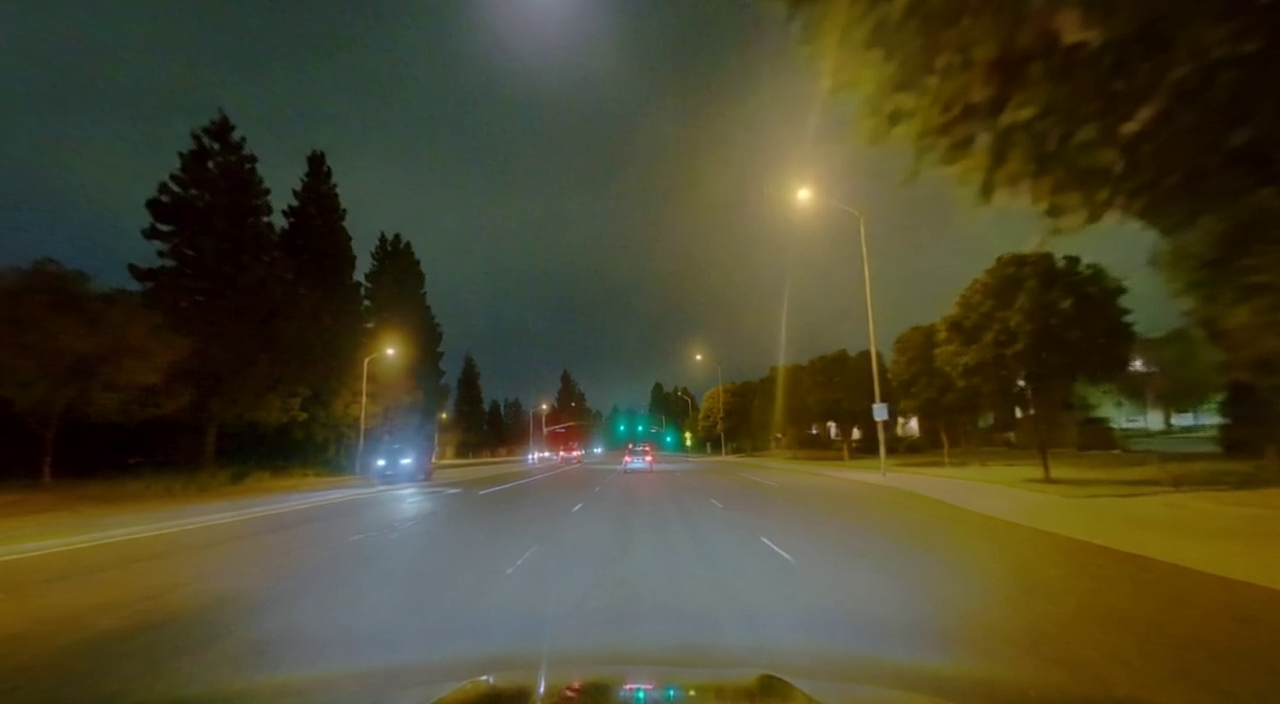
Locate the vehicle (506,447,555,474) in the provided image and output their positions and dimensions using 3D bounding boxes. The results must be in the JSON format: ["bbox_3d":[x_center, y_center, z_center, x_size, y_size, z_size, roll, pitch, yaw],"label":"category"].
[{"bbox_3d":[-6.352,6.348,36.970,2.014,1.472,4.357,0,-9,1],"label":"vehicle"}]

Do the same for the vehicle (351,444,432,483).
[{"bbox_3d":[-13.660,6.168,35.105,2.301,1.967,5.468,0,-9,0],"label":"vehicle"}]

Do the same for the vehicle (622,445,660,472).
[{"bbox_3d":[0.091,6.333,37.620,2.106,1.517,4.375,0,-9,1],"label":"vehicle"}]
